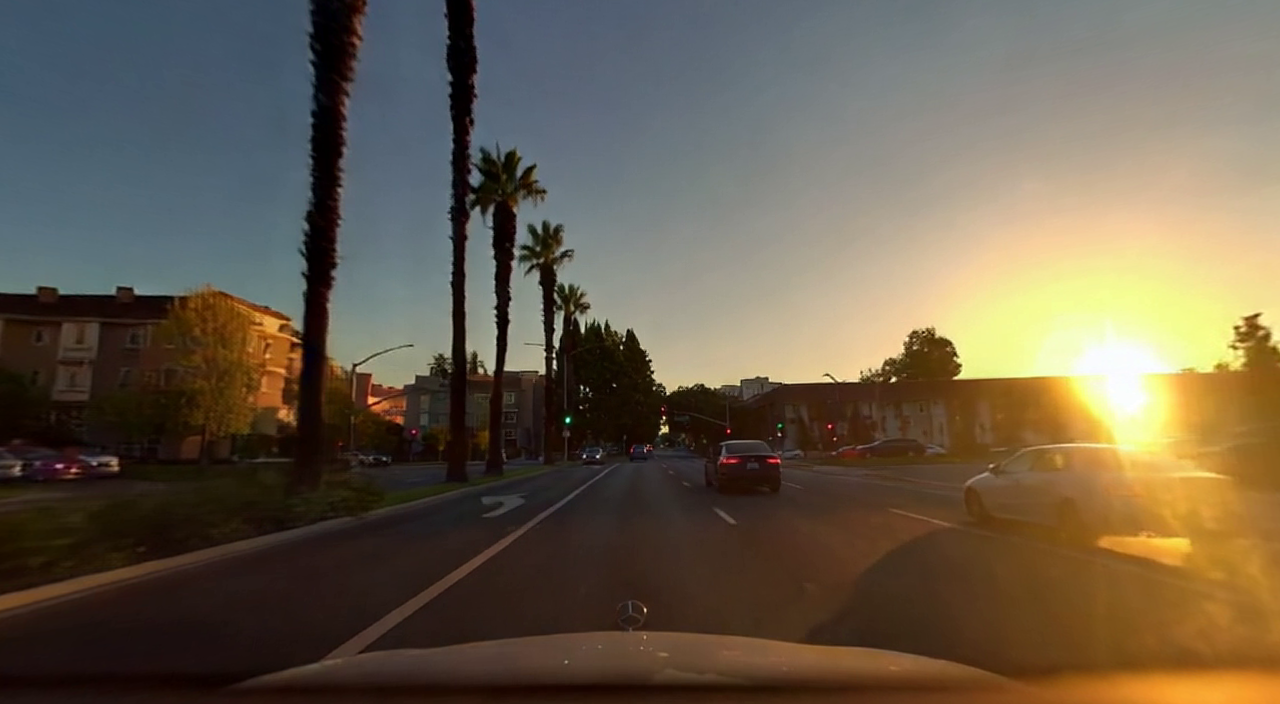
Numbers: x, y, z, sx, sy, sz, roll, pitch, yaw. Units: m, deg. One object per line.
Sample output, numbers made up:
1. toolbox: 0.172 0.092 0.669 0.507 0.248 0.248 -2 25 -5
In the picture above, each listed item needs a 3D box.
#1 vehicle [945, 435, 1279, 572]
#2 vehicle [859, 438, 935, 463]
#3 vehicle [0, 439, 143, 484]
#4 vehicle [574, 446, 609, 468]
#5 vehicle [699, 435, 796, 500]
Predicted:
1. vehicle: 6.556 1.998 9.189 1.890 1.471 4.566 0 -9 0
2. vehicle: 19.898 7.655 48.952 4.999 1.833 2.114 0 -8 -1
3. vehicle: -25.941 4.982 28.921 2.070 1.856 5.069 0 -9 0
4. vehicle: -3.471 7.559 45.564 2.037 1.472 4.152 0 -9 3
5. vehicle: 2.944 3.270 18.219 2.009 1.639 4.267 0 -9 0
